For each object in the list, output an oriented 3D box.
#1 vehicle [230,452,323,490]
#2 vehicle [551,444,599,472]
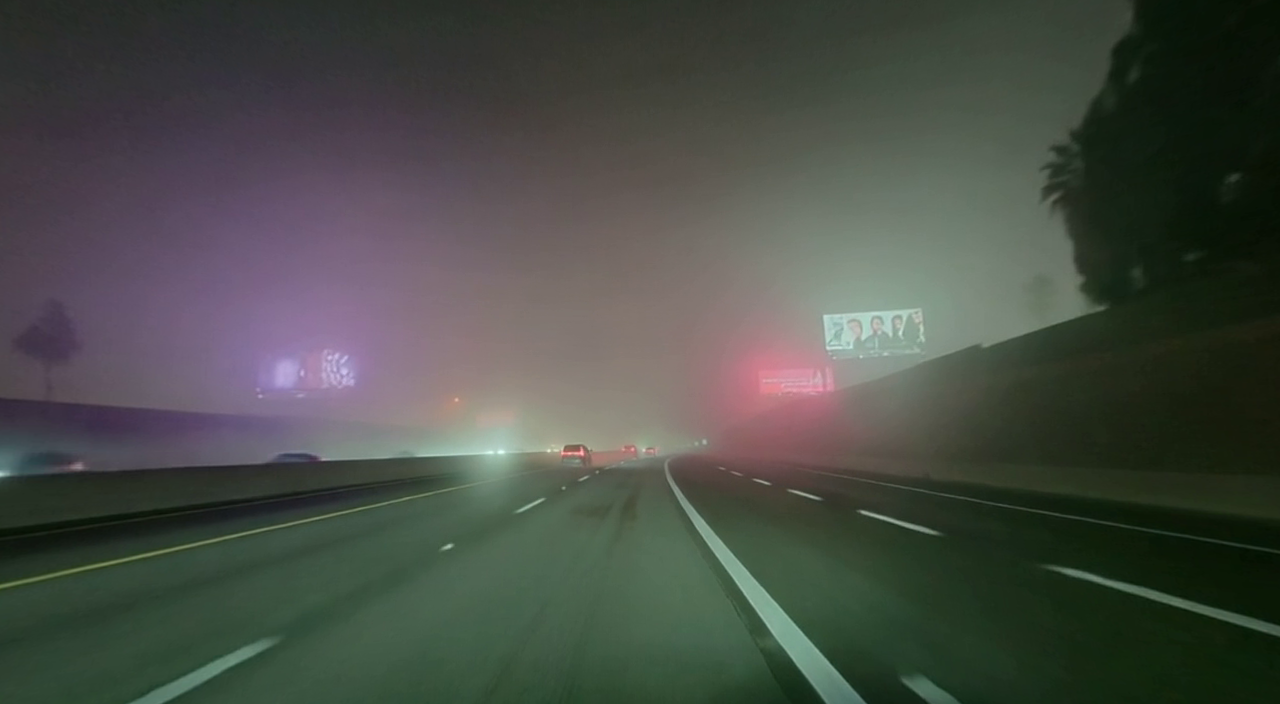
[{"bbox_3d":[-14.699,4.814,25.770,1.603,1.379,3.469,0,-9,2],"label":"vehicle"},{"bbox_3d":[-3.694,6.094,36.568,2.078,1.457,4.648,-1,-8,3],"label":"vehicle"}]
